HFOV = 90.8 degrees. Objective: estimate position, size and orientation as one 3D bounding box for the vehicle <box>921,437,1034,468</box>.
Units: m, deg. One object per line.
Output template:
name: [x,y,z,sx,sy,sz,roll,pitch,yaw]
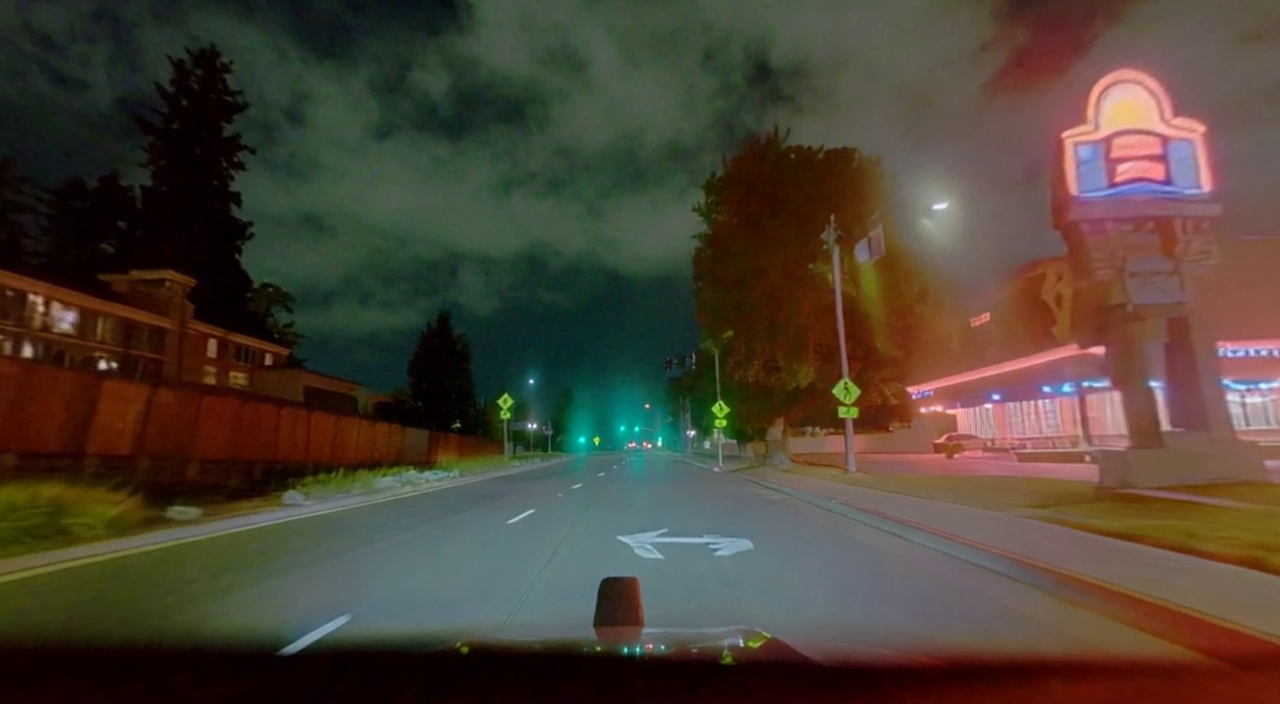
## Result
vehicle: [17.125,5.086,32.268,4.563,1.457,2.139,-1,-7,6]
